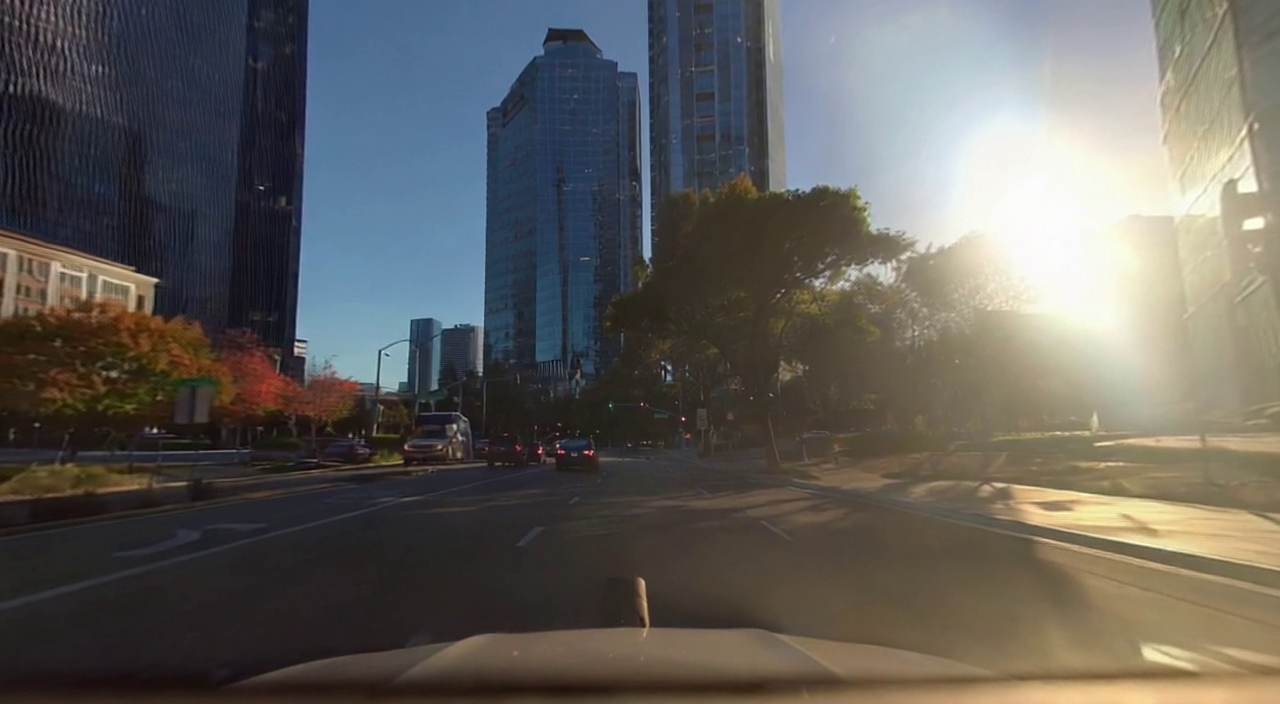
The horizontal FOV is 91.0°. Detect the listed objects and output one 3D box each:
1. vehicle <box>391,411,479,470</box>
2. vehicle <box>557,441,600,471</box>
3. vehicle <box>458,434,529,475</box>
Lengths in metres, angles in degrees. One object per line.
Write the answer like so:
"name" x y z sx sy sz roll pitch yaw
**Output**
"vehicle" -12.773 5.702 40.049 2.887 3.366 7.454 0 -9 1
"vehicle" -3.739 6.401 38.983 2.181 1.706 4.334 0 -9 1
"vehicle" -7.144 5.057 31.245 2.204 1.844 4.766 0 -9 2
